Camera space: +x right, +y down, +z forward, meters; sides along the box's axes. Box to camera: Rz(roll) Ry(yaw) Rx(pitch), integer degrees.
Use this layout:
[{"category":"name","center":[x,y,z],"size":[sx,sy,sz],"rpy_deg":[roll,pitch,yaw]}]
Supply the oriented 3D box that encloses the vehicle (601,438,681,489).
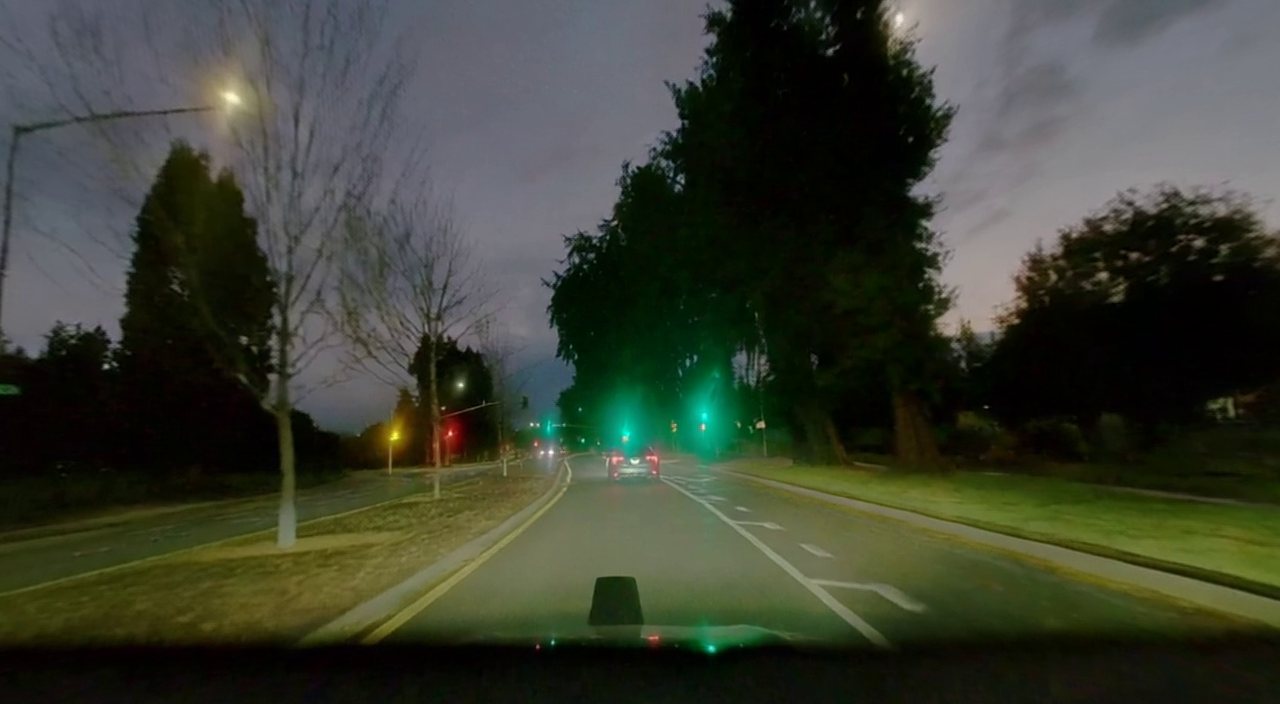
[{"category":"vehicle","center":[-0.116,3.676,21.160],"size":[2.266,1.508,4.430],"rpy_deg":[1,-9,-5]}]
